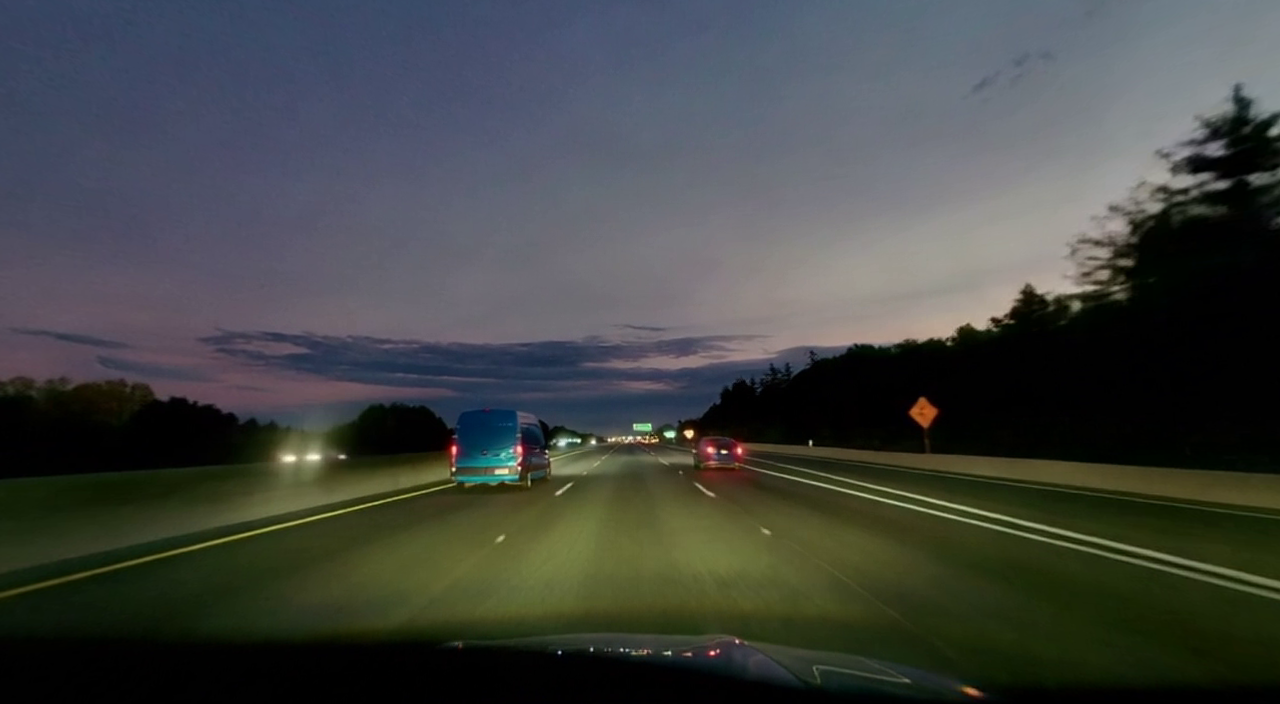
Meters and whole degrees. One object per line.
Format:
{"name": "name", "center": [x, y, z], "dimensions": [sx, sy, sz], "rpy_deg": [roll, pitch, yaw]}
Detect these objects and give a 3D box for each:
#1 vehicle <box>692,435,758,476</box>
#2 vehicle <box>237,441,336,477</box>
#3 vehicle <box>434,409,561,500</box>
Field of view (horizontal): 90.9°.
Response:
{"name": "vehicle", "center": [3.261, 4.053, 25.033], "dimensions": [2.020, 1.464, 3.803], "rpy_deg": [0, -8, -1]}
{"name": "vehicle", "center": [-16.470, 4.993, 29.712], "dimensions": [1.865, 1.497, 4.820], "rpy_deg": [0, -8, 0]}
{"name": "vehicle", "center": [-3.559, 2.672, 16.910], "dimensions": [2.275, 2.053, 5.082], "rpy_deg": [0, -8, -1]}
